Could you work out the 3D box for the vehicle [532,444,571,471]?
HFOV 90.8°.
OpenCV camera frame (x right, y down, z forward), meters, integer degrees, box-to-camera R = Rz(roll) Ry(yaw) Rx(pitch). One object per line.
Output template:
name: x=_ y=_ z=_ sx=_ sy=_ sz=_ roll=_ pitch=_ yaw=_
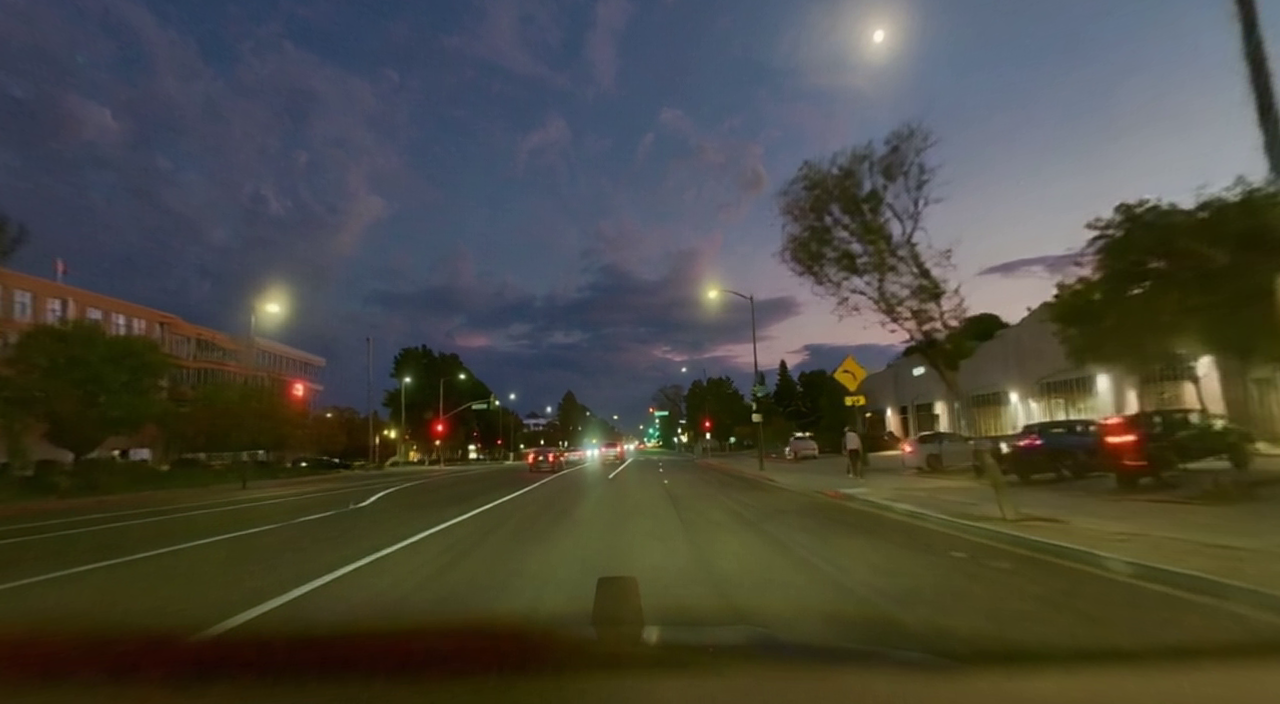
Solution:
vehicle: x=-5.451 y=6.526 z=39.332 sx=1.889 sy=1.572 sz=3.599 roll=0 pitch=-8 yaw=1
